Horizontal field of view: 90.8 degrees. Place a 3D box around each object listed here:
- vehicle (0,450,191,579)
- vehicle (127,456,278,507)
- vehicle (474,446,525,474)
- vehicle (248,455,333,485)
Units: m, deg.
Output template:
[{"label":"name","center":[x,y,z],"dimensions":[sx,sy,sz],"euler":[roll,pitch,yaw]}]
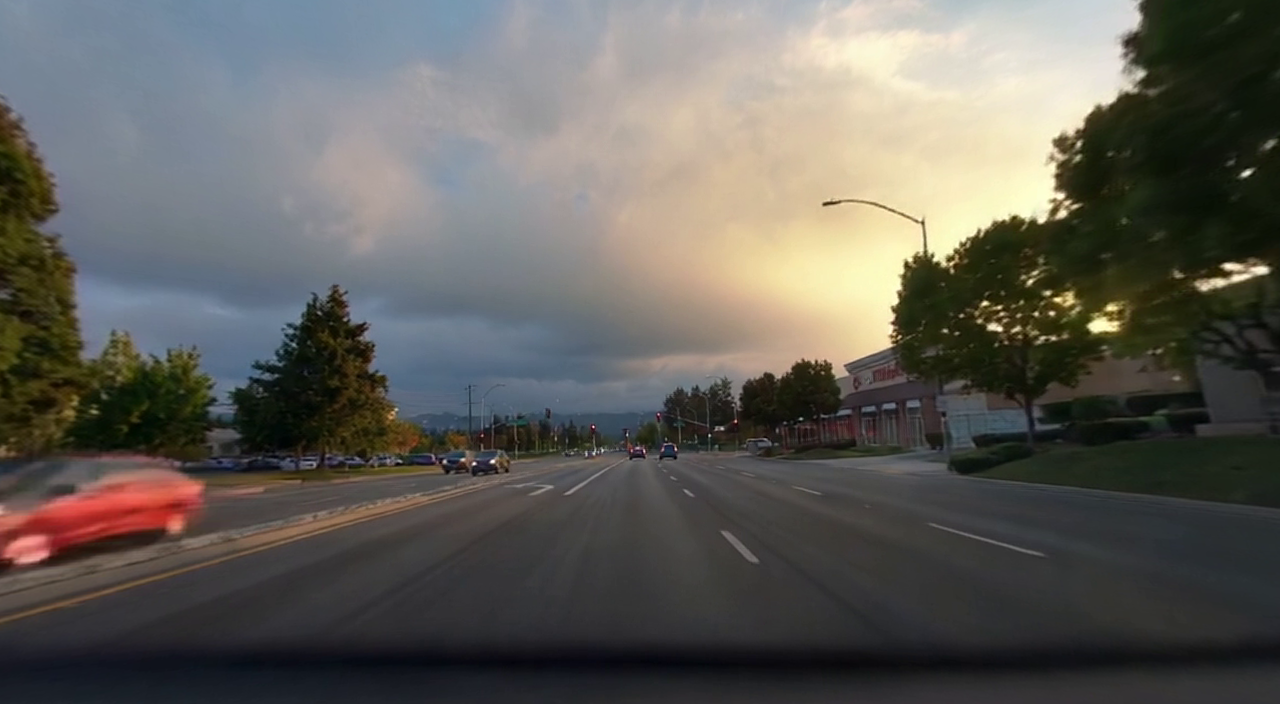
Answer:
[{"label":"vehicle","center":[-8.665,2.074,8.372],"dimensions":[2.065,1.504,4.593],"euler":[0,-8,0]},{"label":"vehicle","center":[-15.243,4.503,22.427],"dimensions":[1.929,1.497,4.697],"euler":[0,-8,1]},{"label":"vehicle","center":[-8.396,6.481,38.220],"dimensions":[1.958,1.534,4.598],"euler":[0,-8,1]},{"label":"vehicle","center":[-22.037,7.401,39.927],"dimensions":[4.366,1.666,1.952],"euler":[6,-11,-36]}]
